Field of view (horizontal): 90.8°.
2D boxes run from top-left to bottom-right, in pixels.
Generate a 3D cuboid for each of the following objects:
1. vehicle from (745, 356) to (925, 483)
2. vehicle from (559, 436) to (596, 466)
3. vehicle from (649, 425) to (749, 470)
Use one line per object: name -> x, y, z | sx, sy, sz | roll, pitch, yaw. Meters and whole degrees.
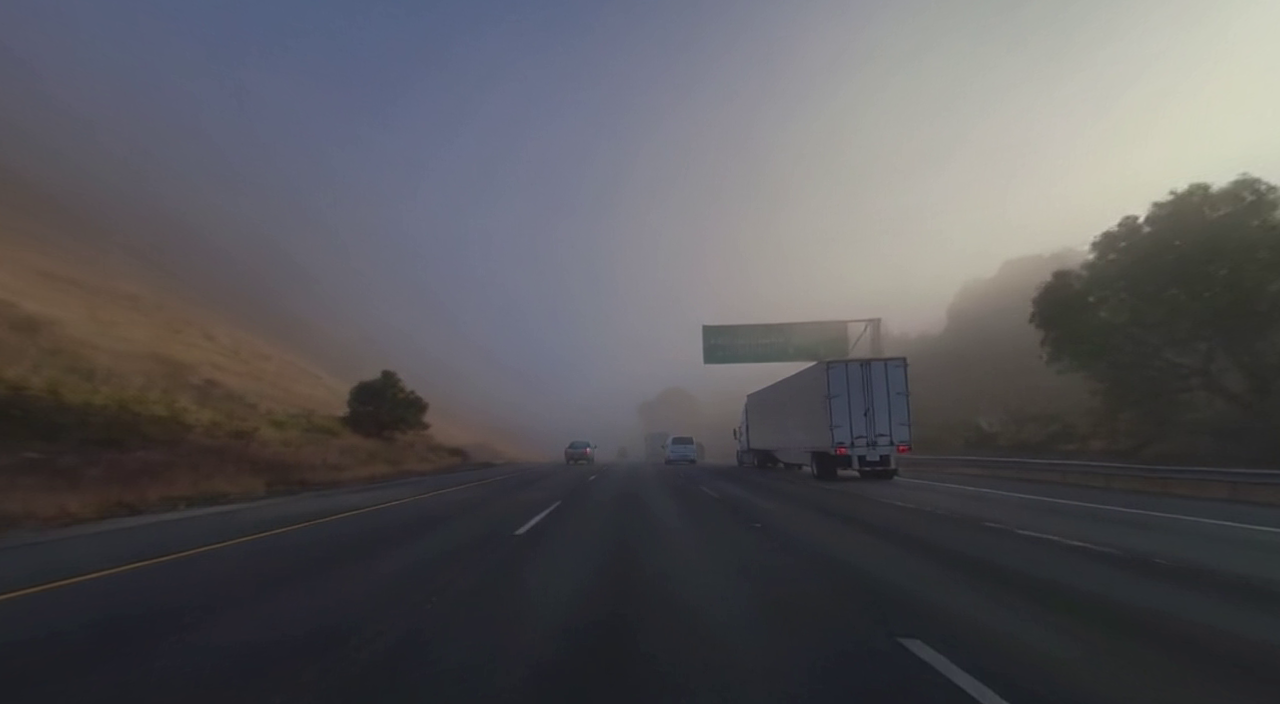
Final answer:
vehicle -> 7.762, 3.414, 29.027 | 2.935, 4.187, 16.357 | 0, -8, -1
vehicle -> -4.346, 6.992, 44.794 | 2.193, 1.977, 4.759 | 0, -8, 0
vehicle -> 3.089, 5.156, 34.094 | 5.075, 2.277, 2.365 | 0, -8, -3
